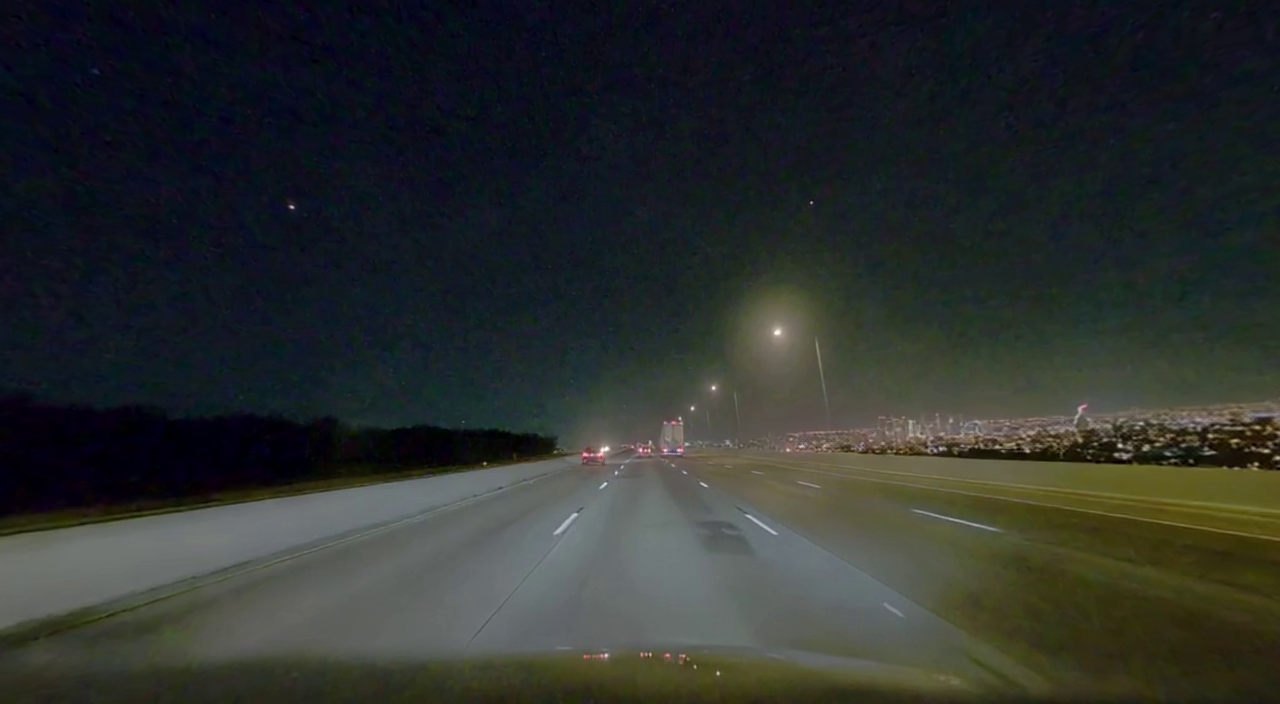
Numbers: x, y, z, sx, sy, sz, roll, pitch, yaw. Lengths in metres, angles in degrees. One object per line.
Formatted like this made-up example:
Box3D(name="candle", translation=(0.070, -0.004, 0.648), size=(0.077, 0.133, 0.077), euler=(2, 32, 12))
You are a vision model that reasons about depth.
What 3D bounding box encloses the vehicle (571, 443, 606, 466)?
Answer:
Box3D(name="vehicle", translation=(-3.731, 7.490, 46.181), size=(2.113, 1.548, 4.532), euler=(0, -8, 2))
